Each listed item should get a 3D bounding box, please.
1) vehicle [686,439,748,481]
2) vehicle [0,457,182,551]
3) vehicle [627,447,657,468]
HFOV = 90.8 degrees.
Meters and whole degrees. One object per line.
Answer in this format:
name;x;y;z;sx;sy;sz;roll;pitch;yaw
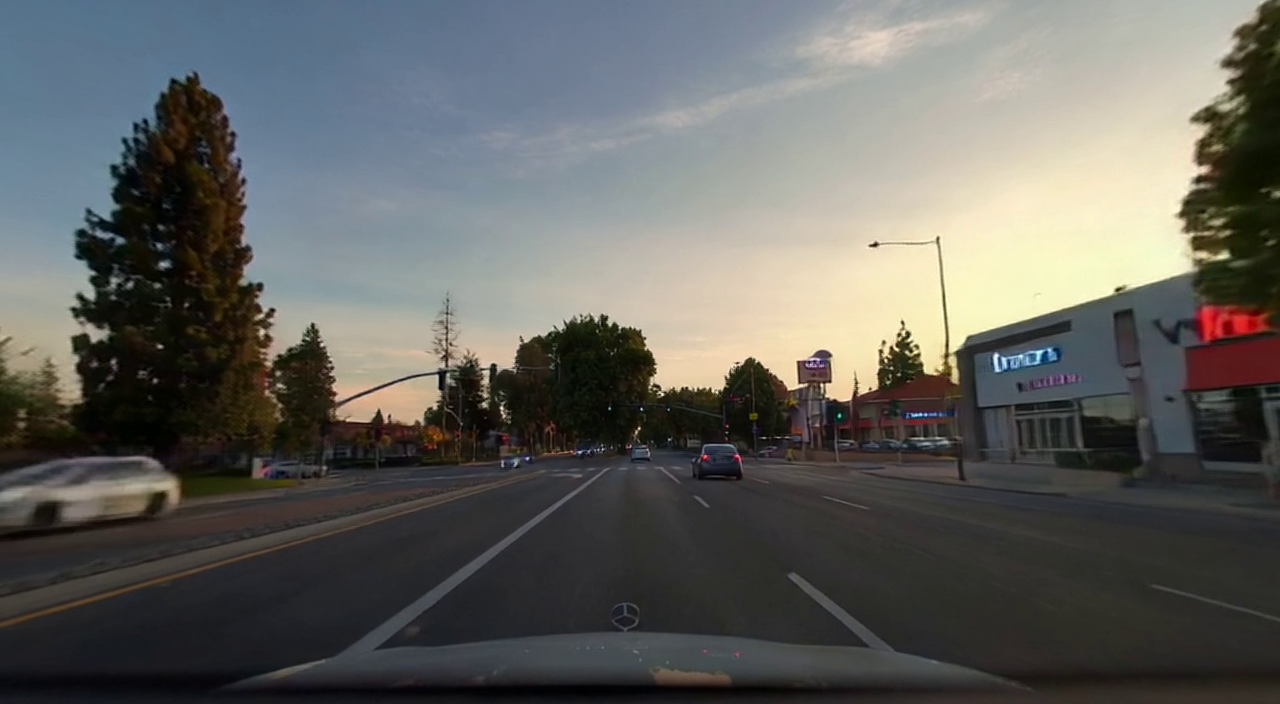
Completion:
vehicle;3.273;4.691;27.641;2.022;1.643;4.326;0;-9;-2
vehicle;-11.798;2.964;12.912;1.886;1.524;4.027;0;-9;-1
vehicle;0.090;7.849;47.249;2.135;1.468;4.076;0;-9;-1
